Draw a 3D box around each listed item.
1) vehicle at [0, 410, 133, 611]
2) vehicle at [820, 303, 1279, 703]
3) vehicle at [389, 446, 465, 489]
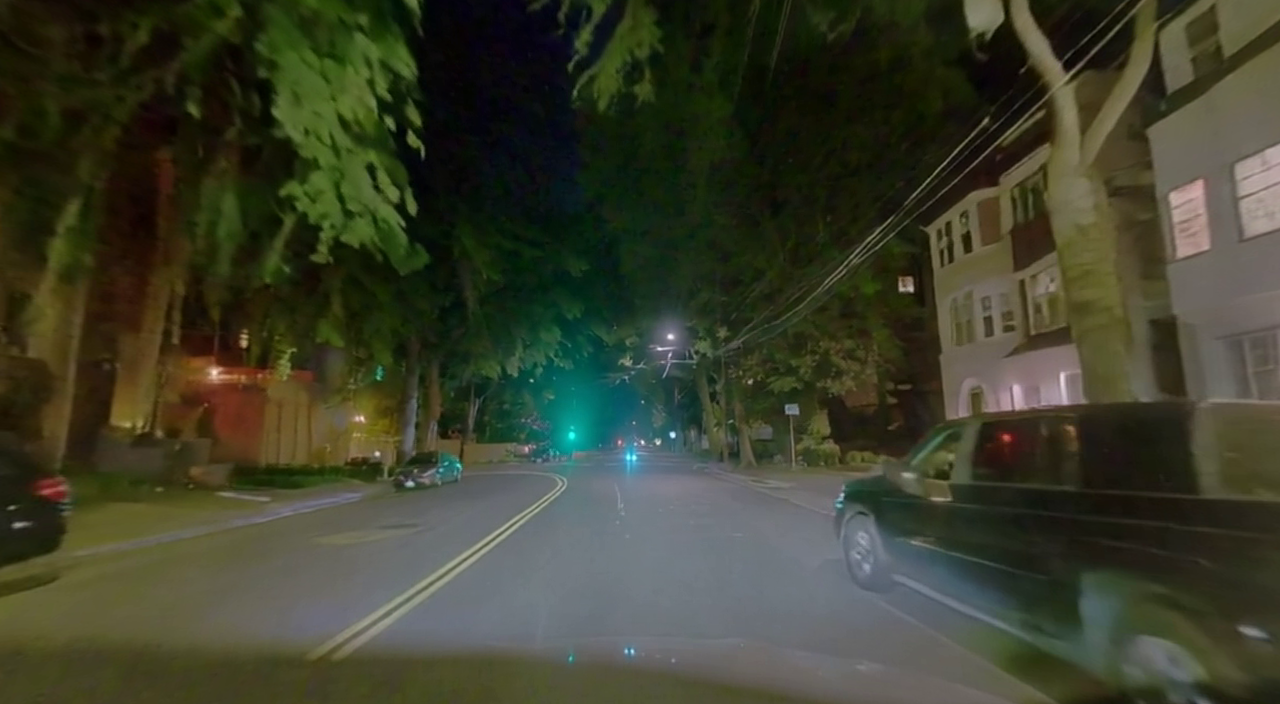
[{"bbox_3d":[-6.831,1.225,4.339,2.151,1.789,5.482,0,-8,0],"label":"vehicle"},{"bbox_3d":[3.239,1.054,4.265,2.202,1.805,5.756,0,-8,-2],"label":"vehicle"},{"bbox_3d":[-7.893,4.279,23.864,1.902,1.456,4.451,1,-9,-8],"label":"vehicle"}]
